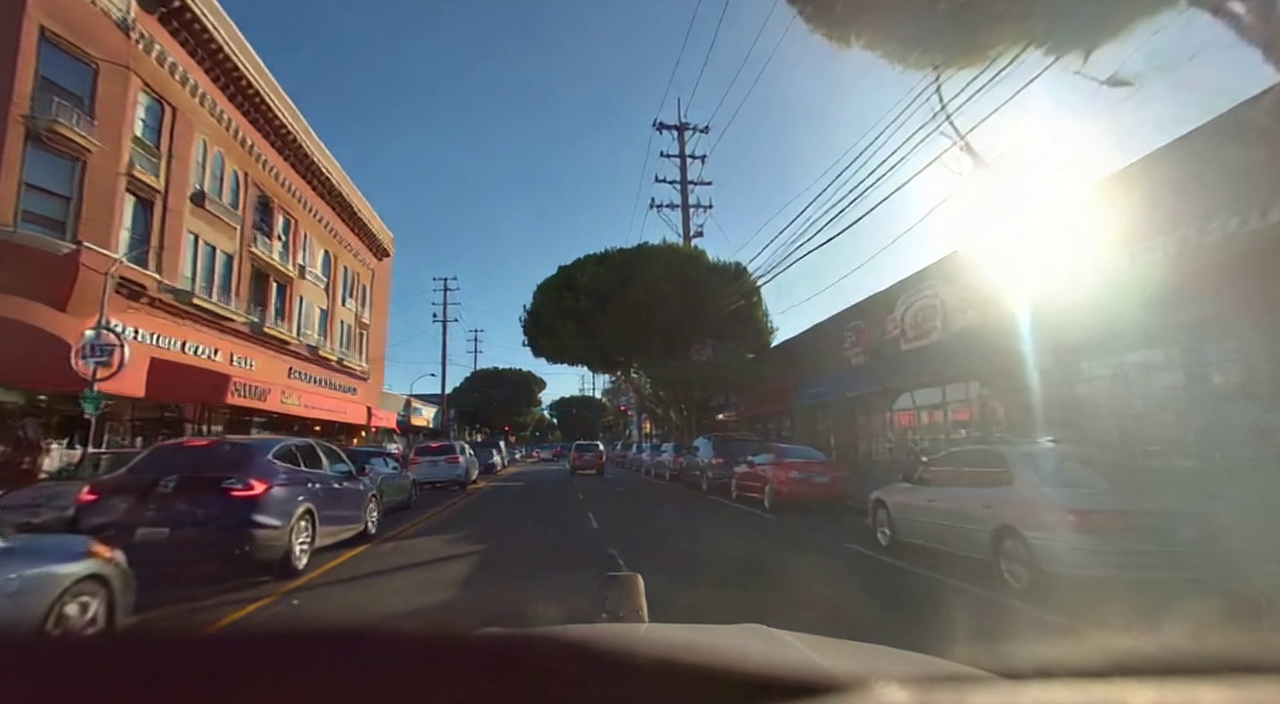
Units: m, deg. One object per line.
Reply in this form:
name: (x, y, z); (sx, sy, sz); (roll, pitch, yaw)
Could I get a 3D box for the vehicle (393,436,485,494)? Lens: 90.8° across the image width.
vehicle: (-7.119, 4.027, 22.971); (2.341, 1.825, 4.924); (1, -8, -8)

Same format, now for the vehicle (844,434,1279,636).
vehicle: (4.428, 1.794, 7.434); (2.059, 1.550, 4.703); (1, -8, -6)

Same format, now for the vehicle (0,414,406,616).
vehicle: (-4.925, 1.852, 8.391); (2.343, 1.788, 5.038); (1, -9, -8)

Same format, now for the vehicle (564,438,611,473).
vehicle: (-3.155, 6.050, 37.246); (2.440, 1.882, 4.611); (1, -9, -8)

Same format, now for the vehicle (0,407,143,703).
vehicle: (-4.125, 0.906, 1.796); (2.087, 1.646, 4.563); (1, -8, -7)

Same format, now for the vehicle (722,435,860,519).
vehicle: (3.428, 2.898, 15.231); (1.882, 1.704, 4.055); (1, -9, -7)
